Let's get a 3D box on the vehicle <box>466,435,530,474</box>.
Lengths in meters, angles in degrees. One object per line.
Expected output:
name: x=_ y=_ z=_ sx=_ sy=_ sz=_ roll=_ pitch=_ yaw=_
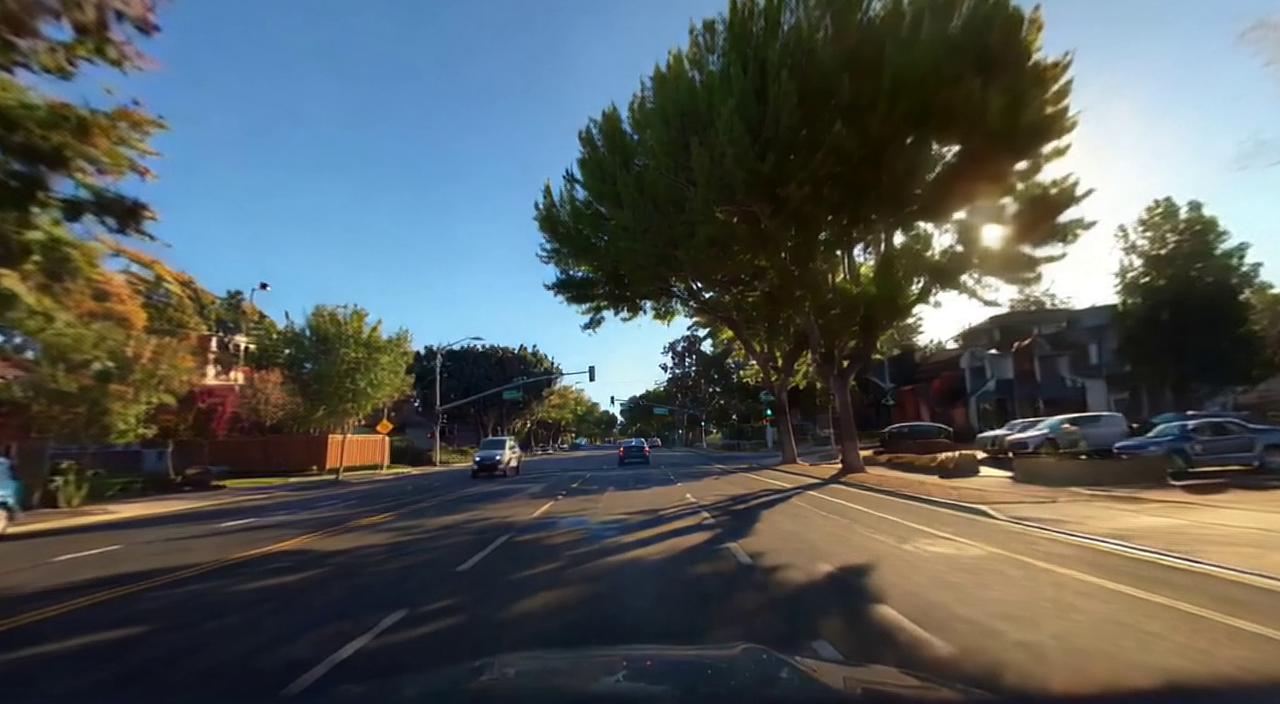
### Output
vehicle: x=-6.931 y=5.079 z=31.349 sx=2.117 sy=1.756 sz=4.375 roll=0 pitch=-9 yaw=0

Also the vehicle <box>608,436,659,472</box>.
vehicle: x=-0.260 y=4.572 z=28.362 sx=2.104 sy=1.462 sz=3.991 roll=0 pitch=-9 yaw=0

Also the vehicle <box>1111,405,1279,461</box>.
vehicle: x=16.638 y=2.345 z=18.097 sx=4.658 sy=1.495 sz=1.978 roll=0 pitch=-9 yaw=1
